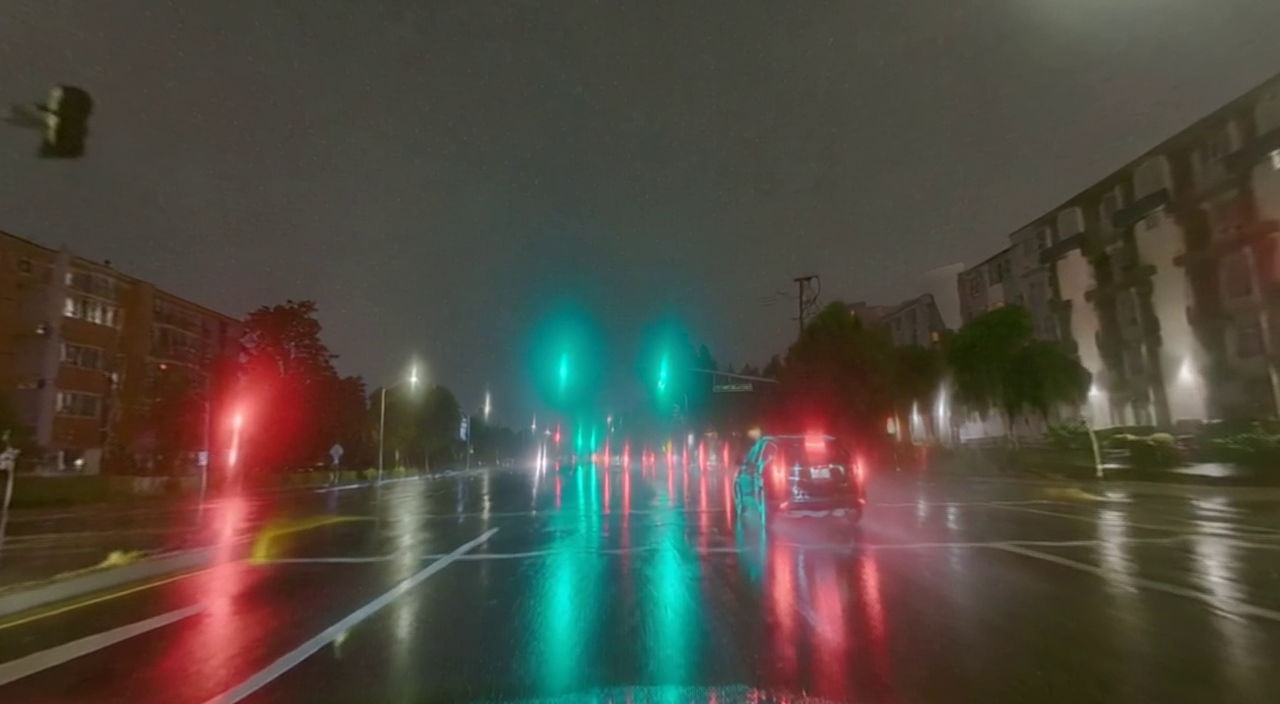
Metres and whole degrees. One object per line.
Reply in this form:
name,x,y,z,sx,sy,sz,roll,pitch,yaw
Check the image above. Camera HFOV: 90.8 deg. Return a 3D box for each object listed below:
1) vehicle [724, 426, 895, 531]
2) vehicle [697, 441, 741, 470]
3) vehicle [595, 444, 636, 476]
vehicle,3.045,2.400,12.554,1.893,1.664,4.670,0,-9,-3
vehicle,5.401,7.181,44.027,2.052,1.886,5.297,0,-9,-4
vehicle,-1.345,5.887,34.621,2.101,1.641,4.341,0,-9,-2
